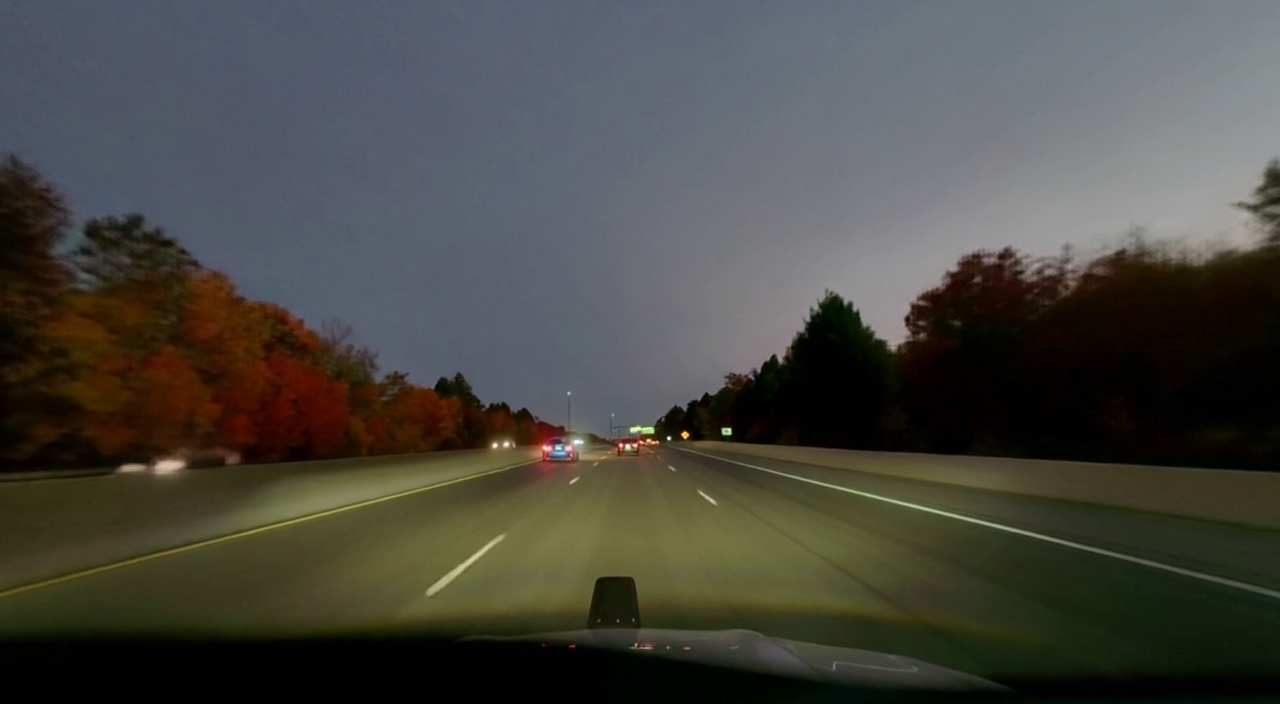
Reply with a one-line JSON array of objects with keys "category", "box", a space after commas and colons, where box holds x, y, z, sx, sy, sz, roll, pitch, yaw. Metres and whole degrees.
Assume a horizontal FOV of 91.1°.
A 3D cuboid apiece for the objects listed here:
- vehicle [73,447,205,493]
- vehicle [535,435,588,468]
[{"category": "vehicle", "box": [-20.150, 4.711, 25.560, 1.903, 1.620, 4.186, 0, -8, -1]}, {"category": "vehicle", "box": [-3.866, 4.952, 31.604, 2.103, 1.507, 4.367, 0, -8, 0]}]
